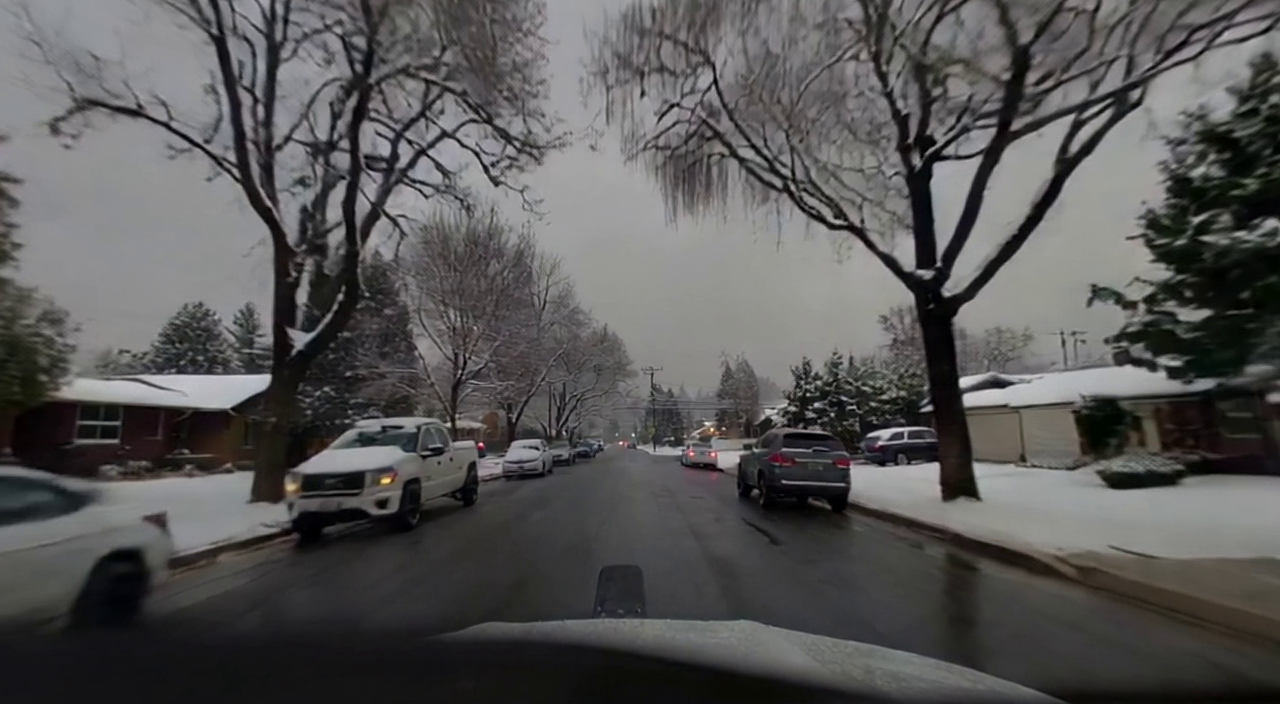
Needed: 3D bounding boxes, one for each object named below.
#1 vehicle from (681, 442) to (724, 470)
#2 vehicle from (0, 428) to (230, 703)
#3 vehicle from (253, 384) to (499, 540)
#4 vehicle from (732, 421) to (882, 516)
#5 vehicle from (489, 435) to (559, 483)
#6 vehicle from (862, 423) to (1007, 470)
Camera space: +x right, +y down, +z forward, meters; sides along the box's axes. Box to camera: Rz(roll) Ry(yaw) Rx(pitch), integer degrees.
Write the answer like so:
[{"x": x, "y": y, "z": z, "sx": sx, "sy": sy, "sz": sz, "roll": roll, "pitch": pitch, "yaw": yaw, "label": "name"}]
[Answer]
[{"x": 3.438, "y": 5.812, "z": 35.466, "sx": 1.945, "sy": 1.495, "sz": 3.983, "roll": 0, "pitch": -8, "yaw": -1, "label": "vehicle"}, {"x": -4.435, "y": 1.159, "z": 3.111, "sx": 2.031, "sy": 1.479, "sz": 4.497, "roll": -2, "pitch": -7, "yaw": -3, "label": "vehicle"}, {"x": -4.910, "y": 2.147, "z": 13.335, "sx": 2.476, "sy": 2.434, "sz": 6.543, "roll": -1, "pitch": -7, "yaw": -1, "label": "vehicle"}, {"x": 3.486, "y": 2.537, "z": 14.207, "sx": 2.082, "sy": 1.790, "sz": 4.330, "roll": 0, "pitch": -9, "yaw": -1, "label": "vehicle"}, {"x": -4.927, "y": 4.565, "z": 27.606, "sx": 2.140, "sy": 1.815, "sz": 4.926, "roll": 0, "pitch": -7, "yaw": 0, "label": "vehicle"}, {"x": 12.292, "y": 3.965, "z": 26.602, "sx": 5.043, "sy": 1.865, "sz": 2.026, "roll": 0, "pitch": -8, "yaw": -1, "label": "vehicle"}]
